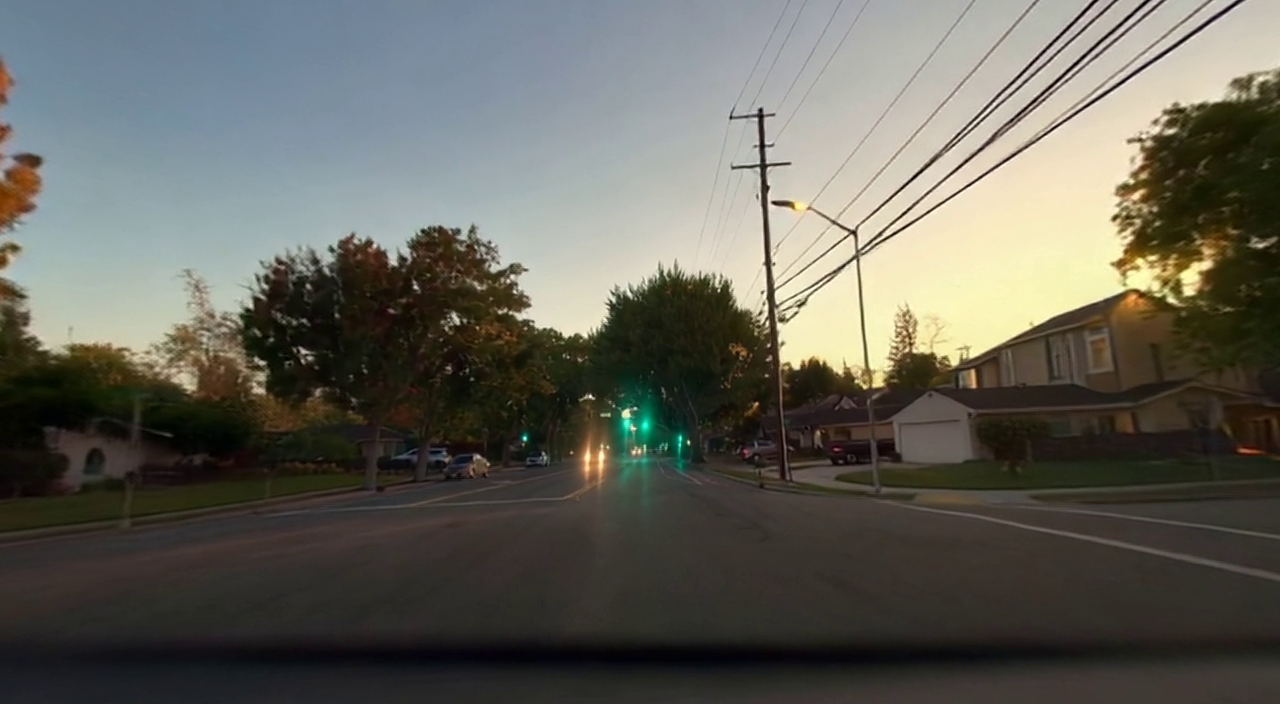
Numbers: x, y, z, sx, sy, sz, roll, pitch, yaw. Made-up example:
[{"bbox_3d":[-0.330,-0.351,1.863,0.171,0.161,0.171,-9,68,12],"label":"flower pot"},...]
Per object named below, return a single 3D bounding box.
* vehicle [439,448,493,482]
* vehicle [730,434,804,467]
[{"bbox_3d":[-10.999,7.137,40.306,2.024,1.795,5.054,-6,-9,-2],"label":"vehicle"},{"bbox_3d":[9.941,7.645,49.353,5.565,2.036,1.907,-1,-5,-26],"label":"vehicle"}]
